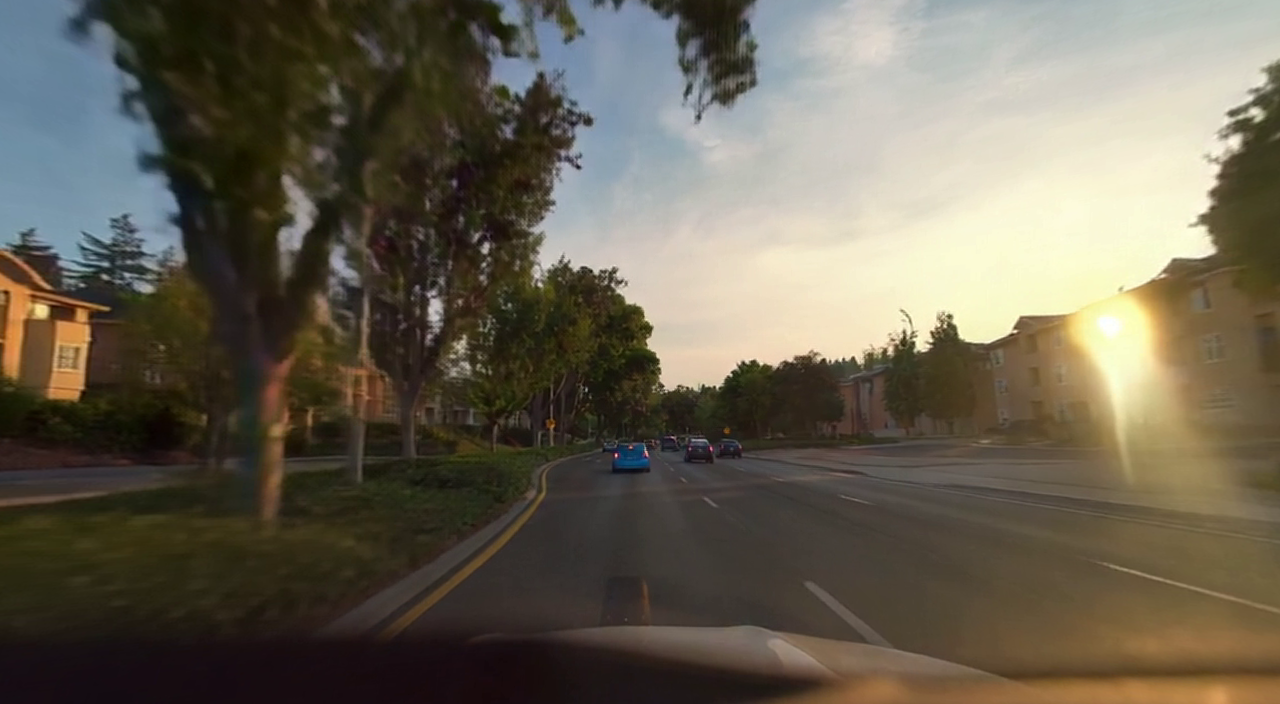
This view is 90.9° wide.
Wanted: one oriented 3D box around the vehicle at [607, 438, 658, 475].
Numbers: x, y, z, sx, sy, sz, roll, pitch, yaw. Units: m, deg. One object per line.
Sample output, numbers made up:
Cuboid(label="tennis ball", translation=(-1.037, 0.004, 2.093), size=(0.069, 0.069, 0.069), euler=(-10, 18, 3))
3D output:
Cuboid(label="vehicle", translation=(-0.318, 4.588, 27.930), size=(2.102, 1.481, 3.907), euler=(0, -8, 0))

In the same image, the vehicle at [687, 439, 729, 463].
Cuboid(label="vehicle", translation=(4.451, 6.570, 41.872), size=(2.067, 1.514, 4.188), euler=(0, -8, -3))
